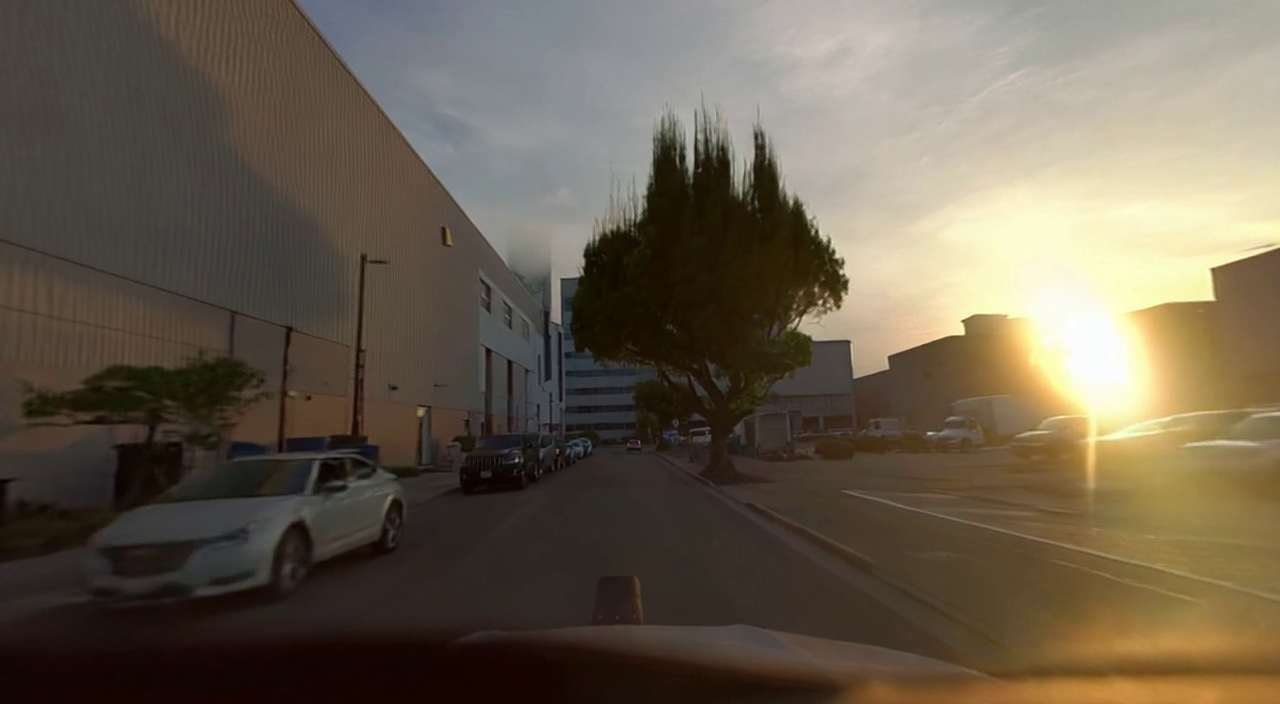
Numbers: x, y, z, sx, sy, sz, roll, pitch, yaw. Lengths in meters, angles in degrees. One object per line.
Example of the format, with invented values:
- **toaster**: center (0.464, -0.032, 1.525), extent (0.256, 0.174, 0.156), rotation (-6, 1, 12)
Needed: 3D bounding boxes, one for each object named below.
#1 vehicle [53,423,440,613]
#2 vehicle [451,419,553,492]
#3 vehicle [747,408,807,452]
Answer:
- **vehicle**: center (-4.160, 1.809, 7.791), extent (2.040, 1.501, 4.440), rotation (-4, -9, -2)
- **vehicle**: center (-4.143, 3.259, 19.777), extent (2.161, 1.843, 5.181), rotation (-4, -10, -2)
- **vehicle**: center (10.291, 6.007, 48.155), extent (2.622, 3.108, 7.053), rotation (0, -8, -3)
